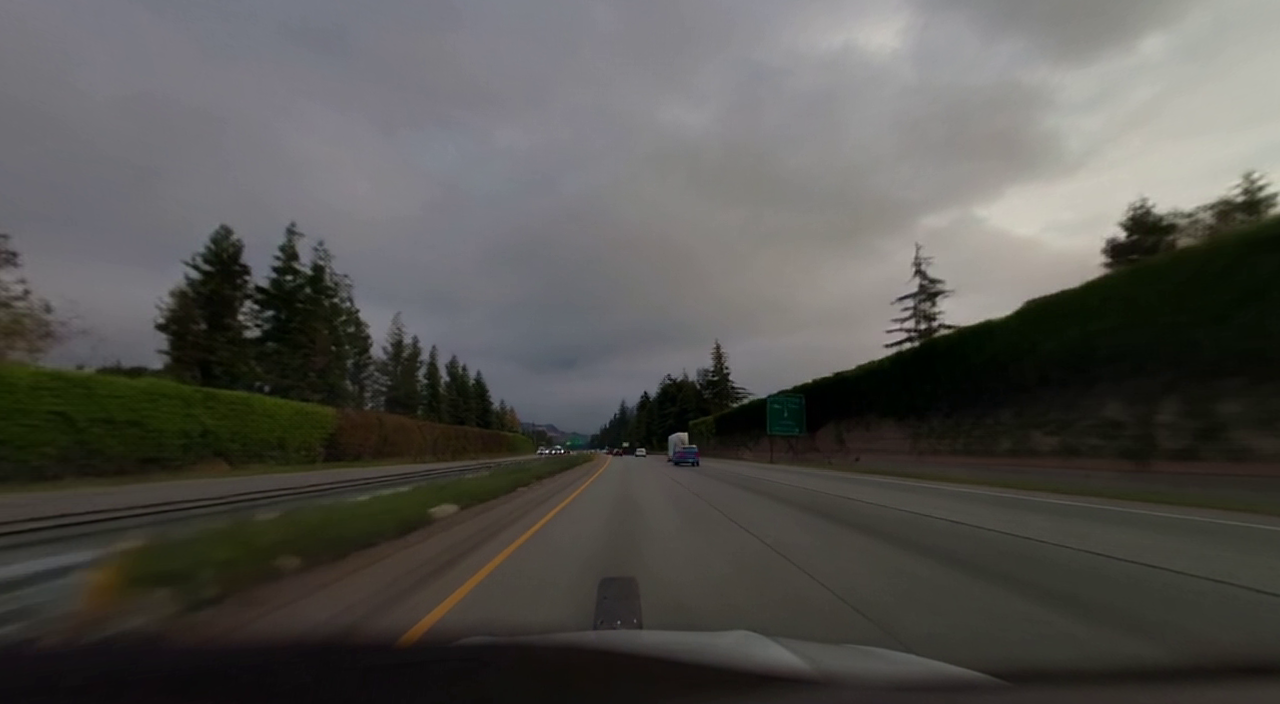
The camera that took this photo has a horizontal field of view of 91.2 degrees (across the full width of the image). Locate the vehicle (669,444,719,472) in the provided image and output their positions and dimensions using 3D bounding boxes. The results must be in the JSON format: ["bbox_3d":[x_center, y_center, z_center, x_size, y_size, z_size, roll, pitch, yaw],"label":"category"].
[{"bbox_3d":[2.995,6.034,35.867,2.244,1.498,4.338,0,-9,-3],"label":"vehicle"}]
